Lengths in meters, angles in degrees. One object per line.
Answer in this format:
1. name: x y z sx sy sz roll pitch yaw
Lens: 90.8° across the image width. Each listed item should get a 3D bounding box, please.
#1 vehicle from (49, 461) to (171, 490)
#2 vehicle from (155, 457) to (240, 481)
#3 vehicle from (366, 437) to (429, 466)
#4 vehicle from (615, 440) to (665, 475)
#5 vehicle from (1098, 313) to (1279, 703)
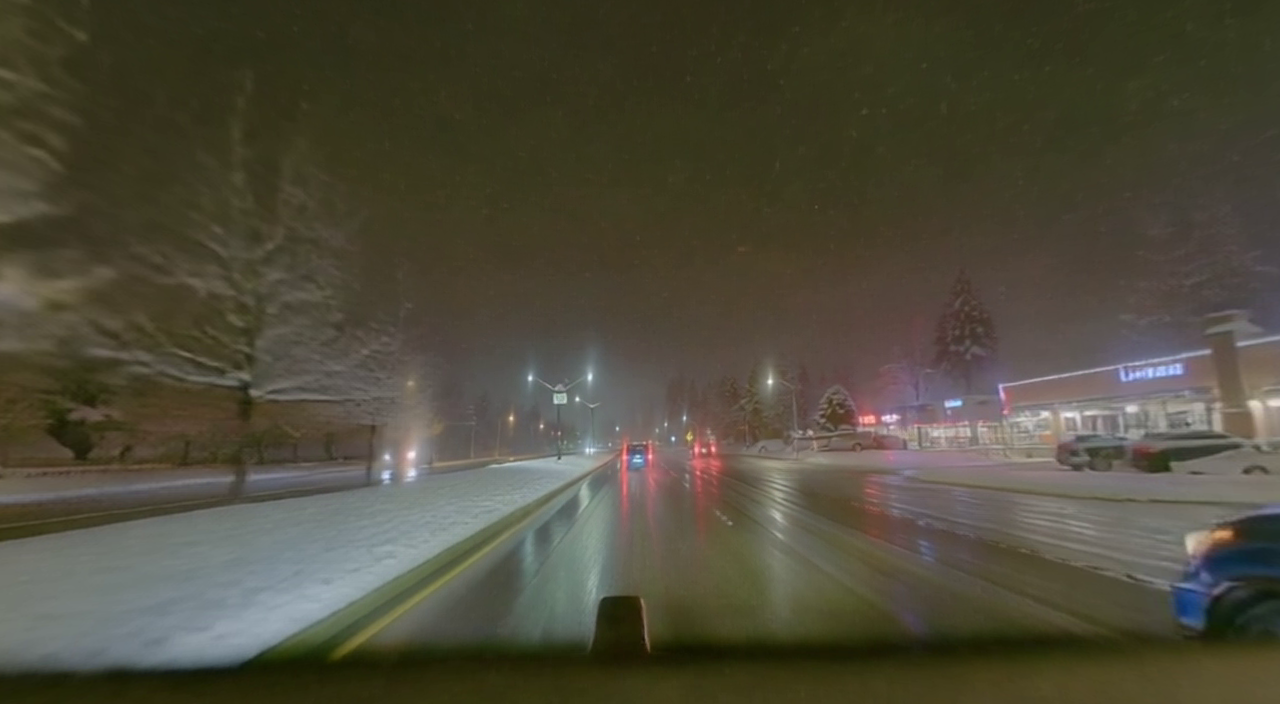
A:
1. vehicle: -29.170 6.791 34.883 4.702 1.471 2.215 0 -8 0
2. vehicle: -30.128 7.977 43.078 4.309 1.468 2.014 -1 -9 2
3. vehicle: -17.029 7.028 44.691 2.195 1.911 5.549 0 -8 0
4. vehicle: -0.027 4.708 28.491 2.126 1.475 3.967 0 -8 -1
5. vehicle: 3.178 0.512 0.621 2.110 1.698 4.397 0 -8 0
